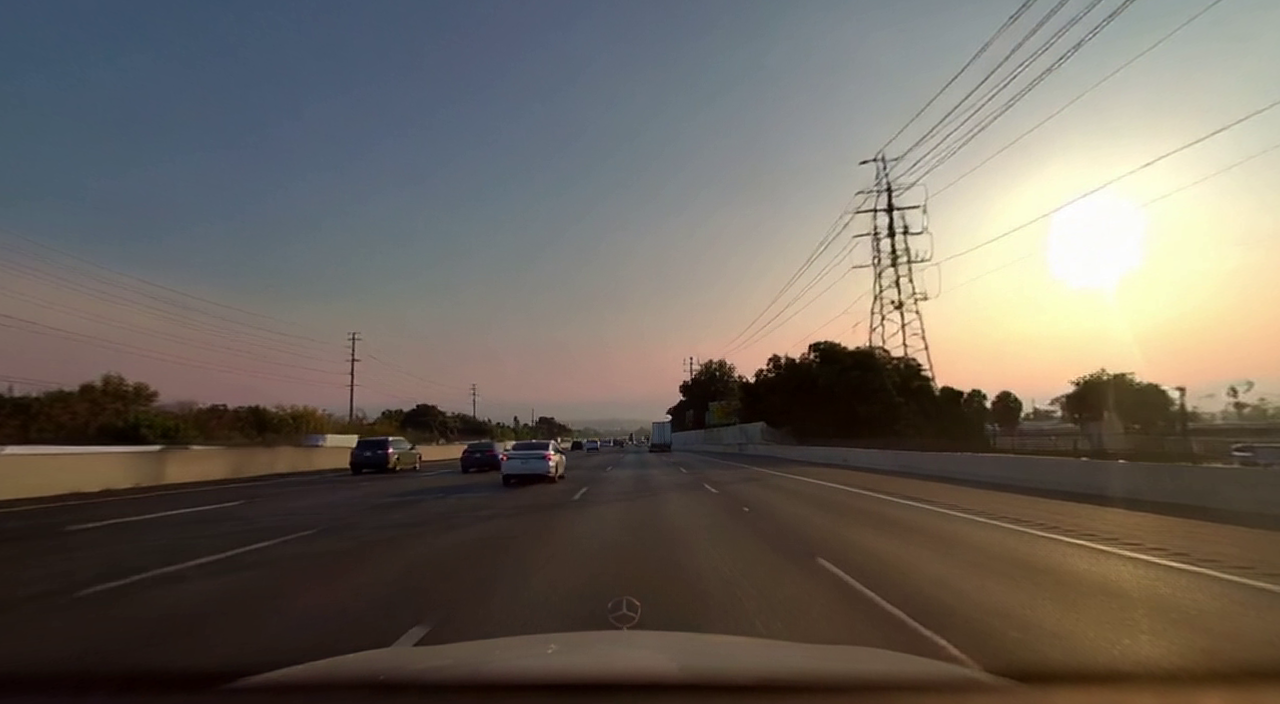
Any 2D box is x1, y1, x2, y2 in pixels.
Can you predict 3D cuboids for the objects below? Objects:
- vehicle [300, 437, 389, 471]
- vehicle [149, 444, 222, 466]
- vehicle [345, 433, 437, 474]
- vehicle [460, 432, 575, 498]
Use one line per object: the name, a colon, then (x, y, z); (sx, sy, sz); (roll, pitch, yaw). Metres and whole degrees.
vehicle: (-14.493, 5.017, 31.195); (2.039, 1.516, 4.780); (0, -9, 1)
vehicle: (-34.685, 7.844, 48.241); (1.965, 1.586, 4.705); (0, -9, 2)
vehicle: (-10.782, 4.437, 27.706); (2.058, 1.621, 4.739); (0, -9, 1)
vehicle: (-3.126, 3.029, 17.283); (2.045, 1.532, 4.954); (0, -9, 2)
